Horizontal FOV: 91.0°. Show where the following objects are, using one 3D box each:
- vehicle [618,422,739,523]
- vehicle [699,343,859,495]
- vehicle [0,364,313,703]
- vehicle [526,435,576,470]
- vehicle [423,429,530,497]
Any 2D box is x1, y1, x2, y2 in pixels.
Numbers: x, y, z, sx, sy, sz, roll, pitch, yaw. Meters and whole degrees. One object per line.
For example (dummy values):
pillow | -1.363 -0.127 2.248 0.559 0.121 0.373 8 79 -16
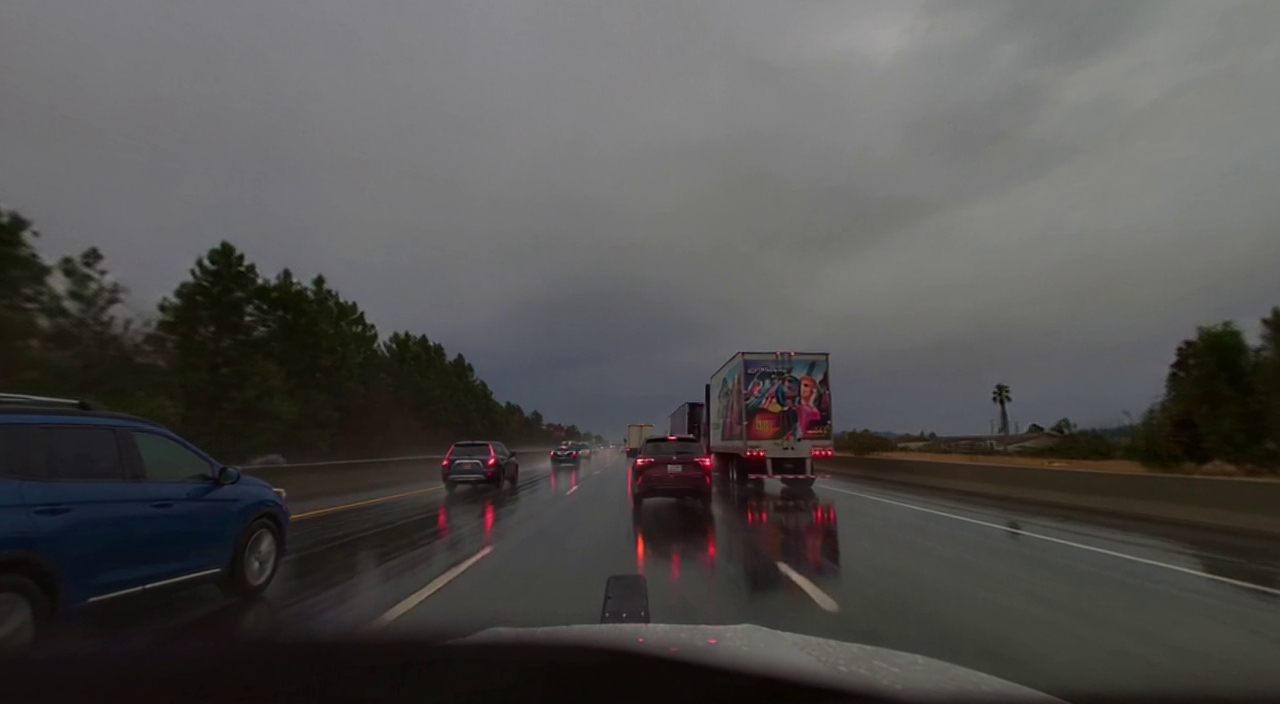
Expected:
vehicle | 0.595 2.264 12.338 2.017 1.662 3.543 0 -8 -1
vehicle | 4.407 2.798 24.112 2.828 4.081 14.220 0 -8 0
vehicle | -4.092 0.988 3.659 1.983 1.666 4.452 0 -8 0
vehicle | -4.629 5.305 33.421 2.014 1.683 4.275 0 -8 0
vehicle | -4.315 2.983 17.254 1.905 1.642 3.803 0 -8 0
